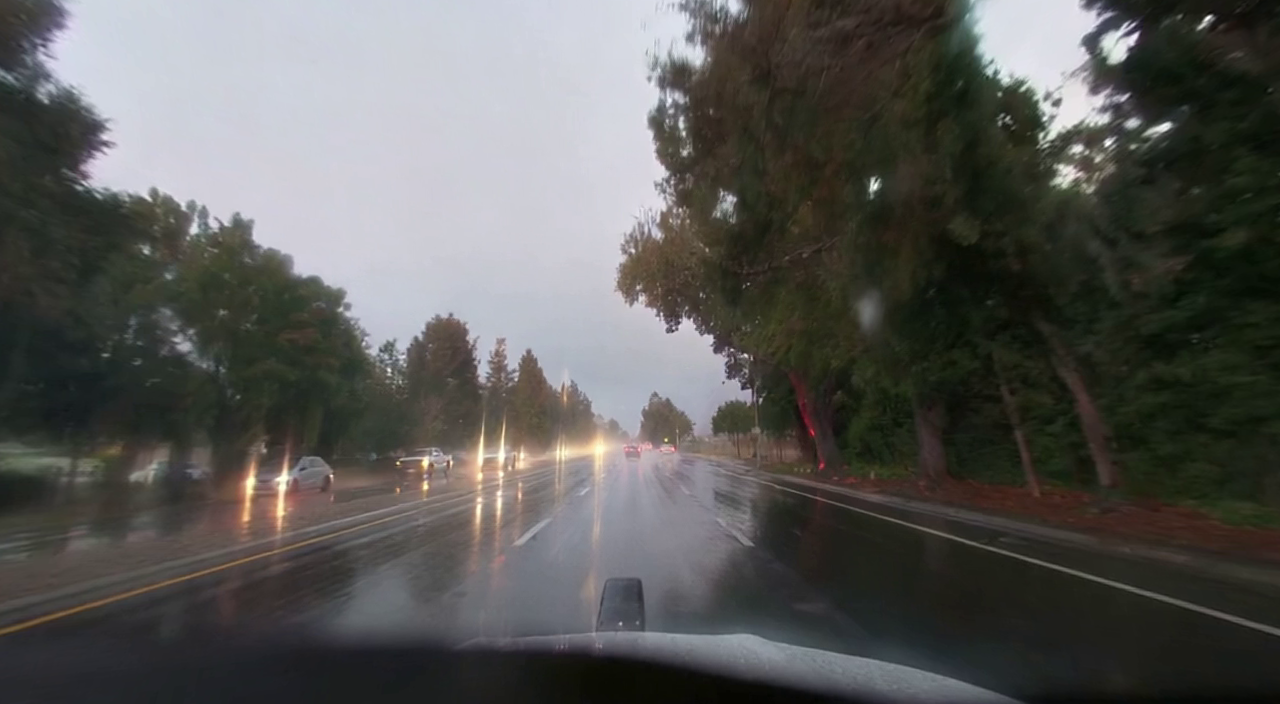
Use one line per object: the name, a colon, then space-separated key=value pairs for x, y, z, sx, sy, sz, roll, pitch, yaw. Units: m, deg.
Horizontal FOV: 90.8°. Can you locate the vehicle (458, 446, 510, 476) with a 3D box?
vehicle: x=-10.061 y=7.086 z=41.300 sx=2.110 sy=1.811 sz=5.190 roll=-1 pitch=-9 yaw=0

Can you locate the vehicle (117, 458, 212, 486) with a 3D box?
vehicle: x=-26.834 y=6.760 z=35.692 sx=4.284 sy=1.431 sz=1.878 roll=-3 pitch=-9 yaw=14

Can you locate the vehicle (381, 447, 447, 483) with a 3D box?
vehicle: x=-14.439 y=7.201 z=40.750 sx=2.251 sy=1.972 sz=5.672 roll=-4 pitch=-8 yaw=-1

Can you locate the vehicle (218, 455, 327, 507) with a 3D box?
vehicle: x=-14.547 y=5.080 z=25.330 sx=2.054 sy=1.630 sz=4.211 roll=-4 pitch=-7 yaw=-3
